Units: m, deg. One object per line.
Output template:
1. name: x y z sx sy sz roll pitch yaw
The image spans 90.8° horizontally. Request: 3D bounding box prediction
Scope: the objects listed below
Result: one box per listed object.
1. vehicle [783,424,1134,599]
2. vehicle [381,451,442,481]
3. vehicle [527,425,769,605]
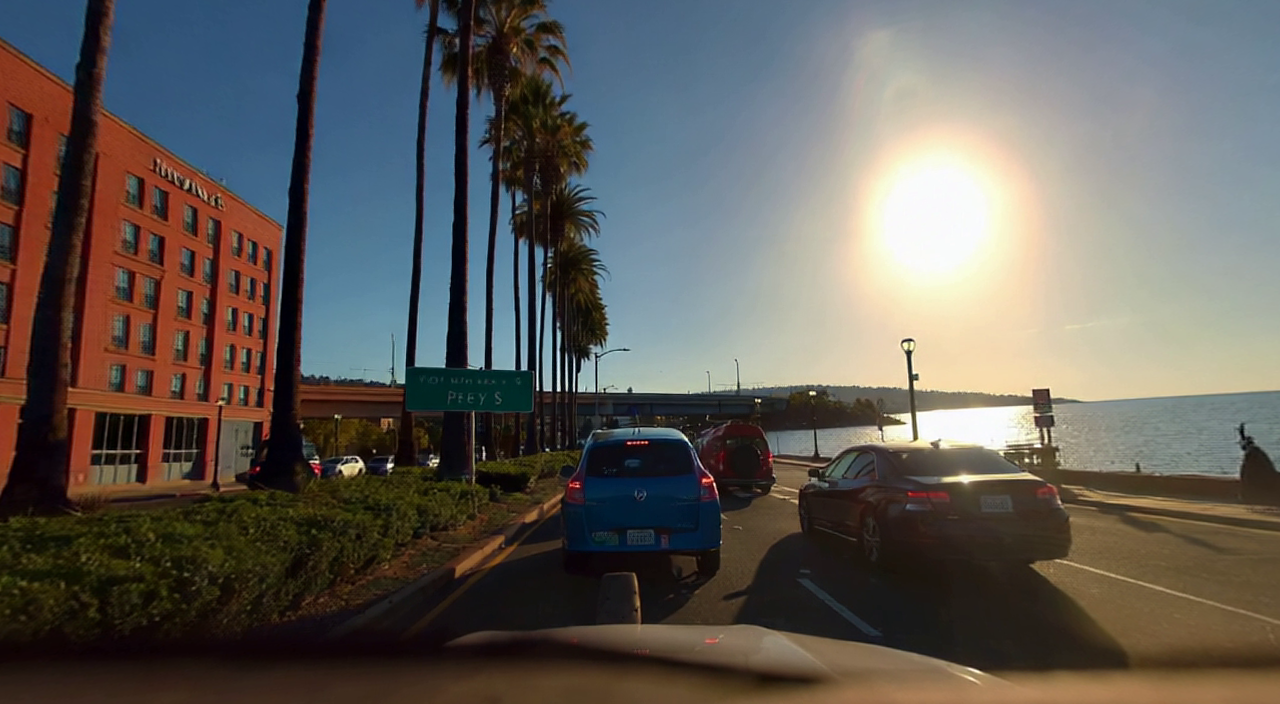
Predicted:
1. vehicle: 3.264 1.713 7.725 1.920 1.490 4.417 0 -9 -1
2. vehicle: -14.949 7.470 41.669 2.104 1.802 4.852 0 -9 1
3. vehicle: 0.062 1.669 7.275 2.048 1.503 3.681 0 -9 0
